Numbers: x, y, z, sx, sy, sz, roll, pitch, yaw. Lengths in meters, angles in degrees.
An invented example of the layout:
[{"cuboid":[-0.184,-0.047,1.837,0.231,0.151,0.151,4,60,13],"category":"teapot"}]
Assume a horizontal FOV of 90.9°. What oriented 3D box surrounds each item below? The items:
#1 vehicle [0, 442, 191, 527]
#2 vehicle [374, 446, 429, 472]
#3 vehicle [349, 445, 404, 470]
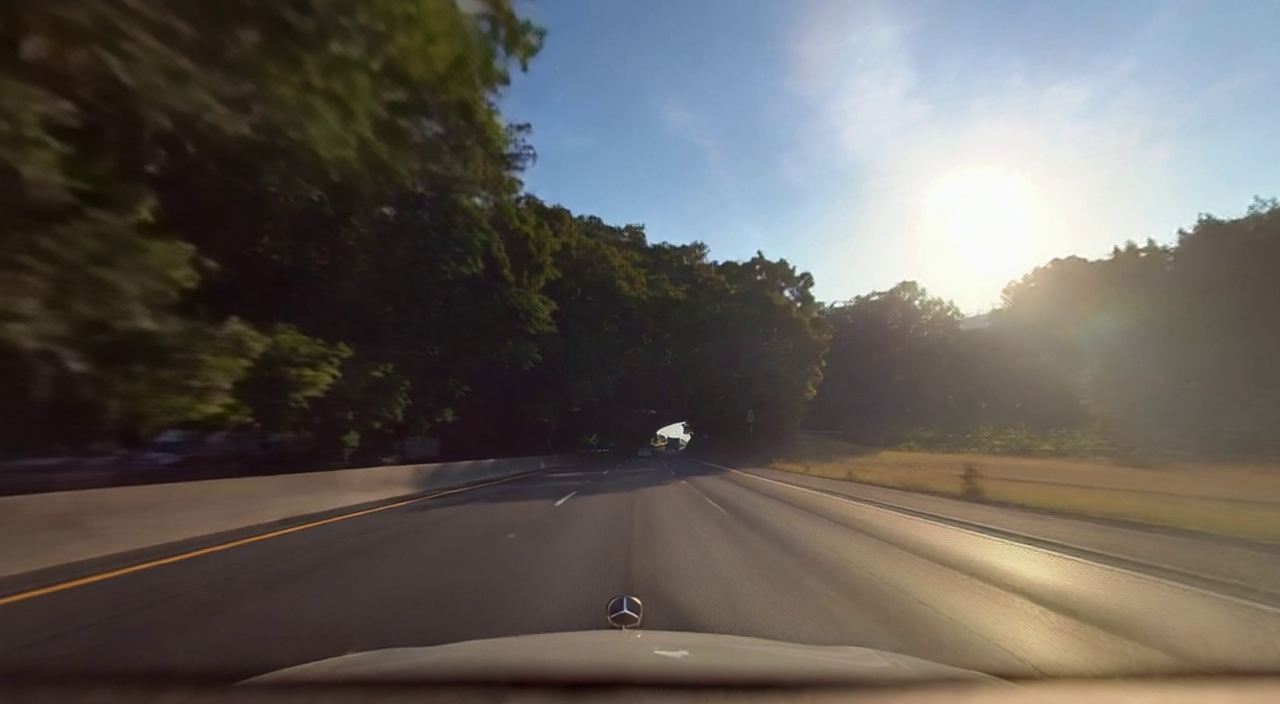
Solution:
[{"cuboid":[-11.910,2.658,13.154,1.865,1.461,4.310,0,-9,0],"category":"vehicle"},{"cuboid":[-15.230,6.858,40.512,1.824,1.545,4.057,-1,-9,2],"category":"vehicle"},{"cuboid":[-19.055,7.645,45.740,2.017,1.682,4.394,0,-9,1],"category":"vehicle"}]
